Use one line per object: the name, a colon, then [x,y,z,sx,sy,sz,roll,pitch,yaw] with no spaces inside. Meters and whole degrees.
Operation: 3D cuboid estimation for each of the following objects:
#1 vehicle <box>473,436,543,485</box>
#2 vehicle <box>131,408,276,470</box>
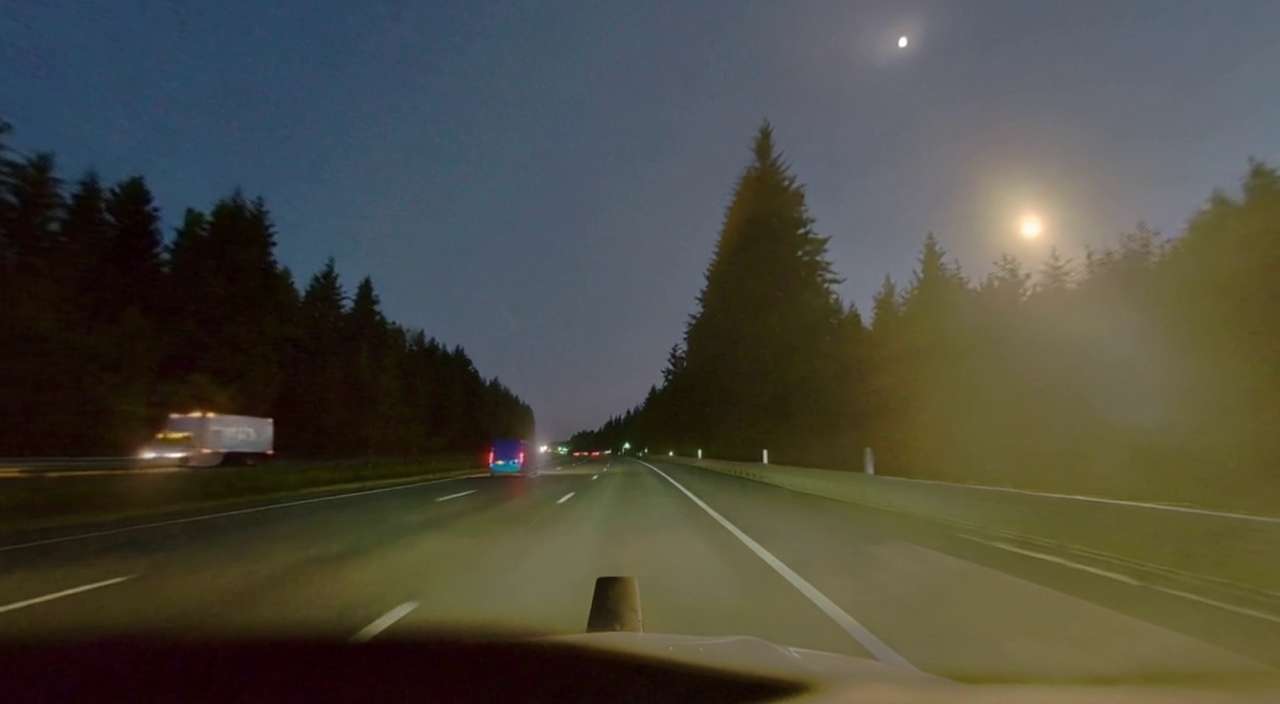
vehicle: [-6.007,5.014,29.414,2.197,2.038,4.919,0,-9,0]
vehicle: [-28.578,5.895,42.099,2.960,3.652,9.422,0,-9,-1]
